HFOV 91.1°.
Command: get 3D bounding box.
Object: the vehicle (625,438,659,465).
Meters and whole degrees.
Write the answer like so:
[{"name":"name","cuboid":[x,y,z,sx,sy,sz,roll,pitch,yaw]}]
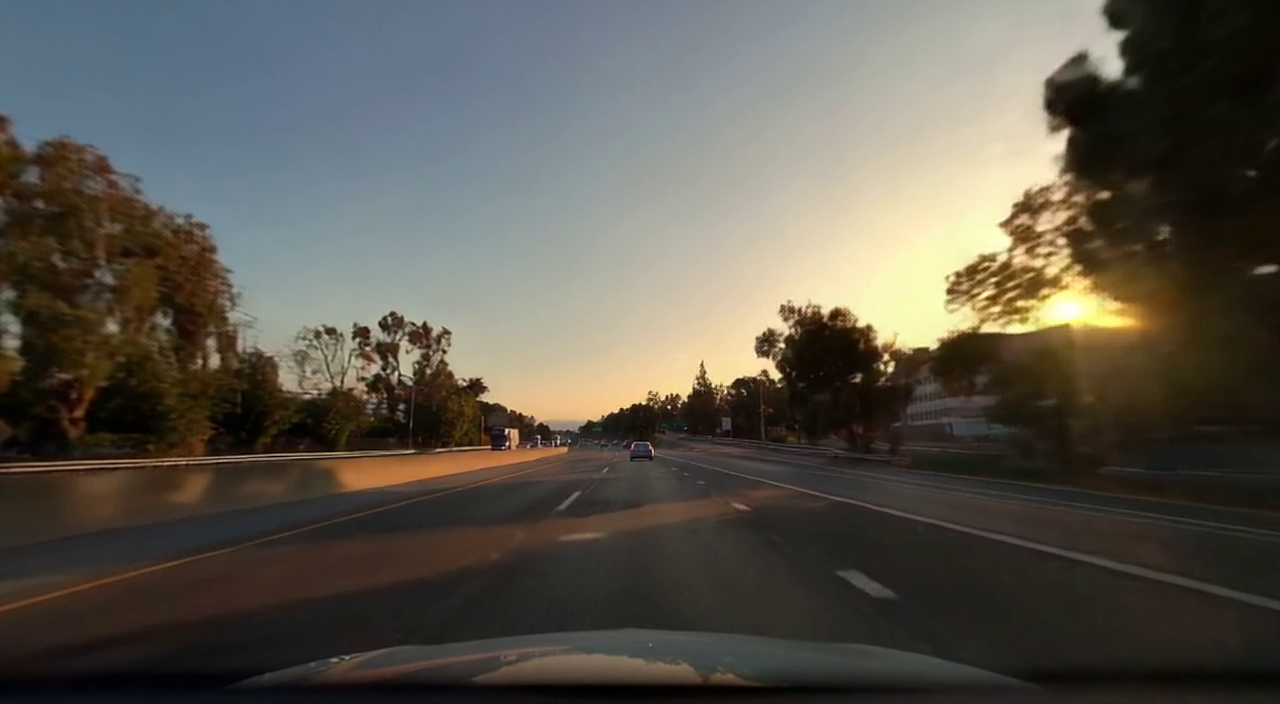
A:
[{"name":"vehicle","cuboid":[0.081,6.350,40.249,2.029,1.666,4.064,0,-8,-2]}]
